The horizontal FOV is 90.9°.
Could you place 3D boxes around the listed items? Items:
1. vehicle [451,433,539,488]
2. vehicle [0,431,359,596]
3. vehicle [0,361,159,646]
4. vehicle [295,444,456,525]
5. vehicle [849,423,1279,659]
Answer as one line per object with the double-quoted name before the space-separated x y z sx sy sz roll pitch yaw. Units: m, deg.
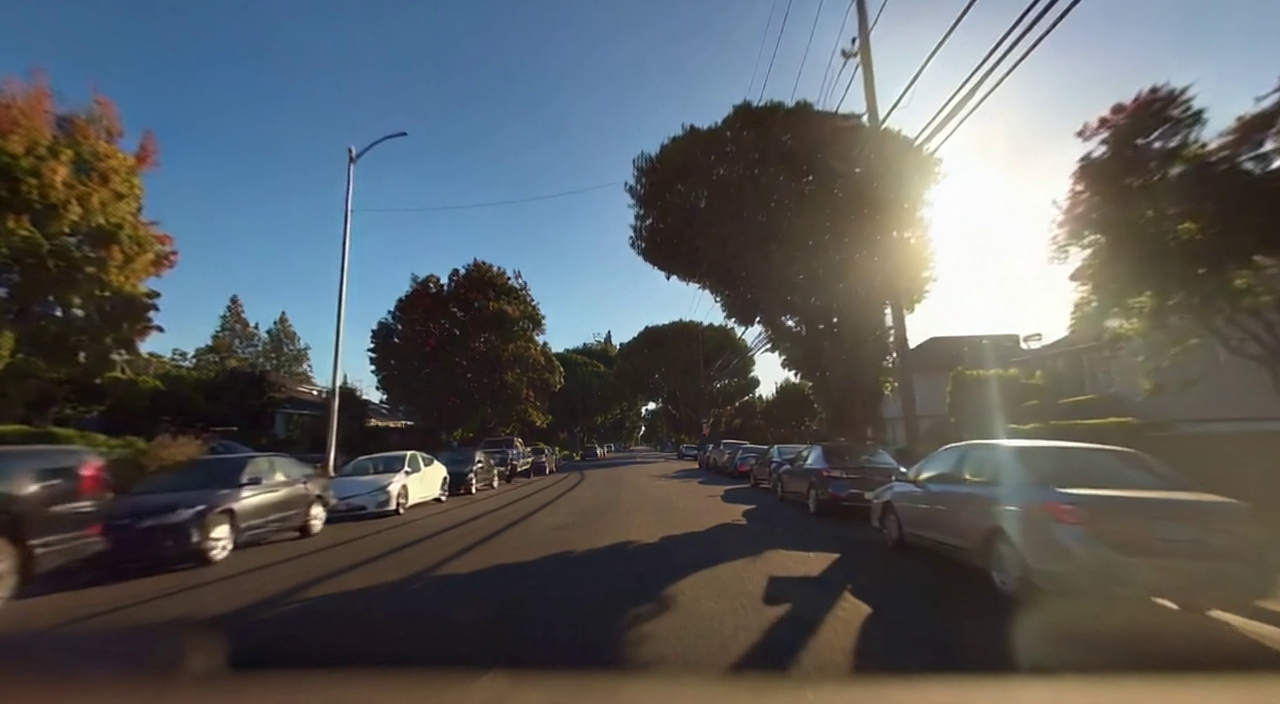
"vehicle" -5.583 4.241 25.085 2.052 1.916 5.084 0 -8 3
"vehicle" -5.867 1.962 8.796 1.818 1.683 4.364 0 -7 1
"vehicle" -5.776 0.850 2.847 2.384 1.992 5.965 -2 -9 2
"vehicle" -5.724 2.873 14.324 1.752 1.494 4.274 0 -8 1
"vehicle" 4.007 1.594 6.575 1.871 1.522 4.746 0 -9 -2
